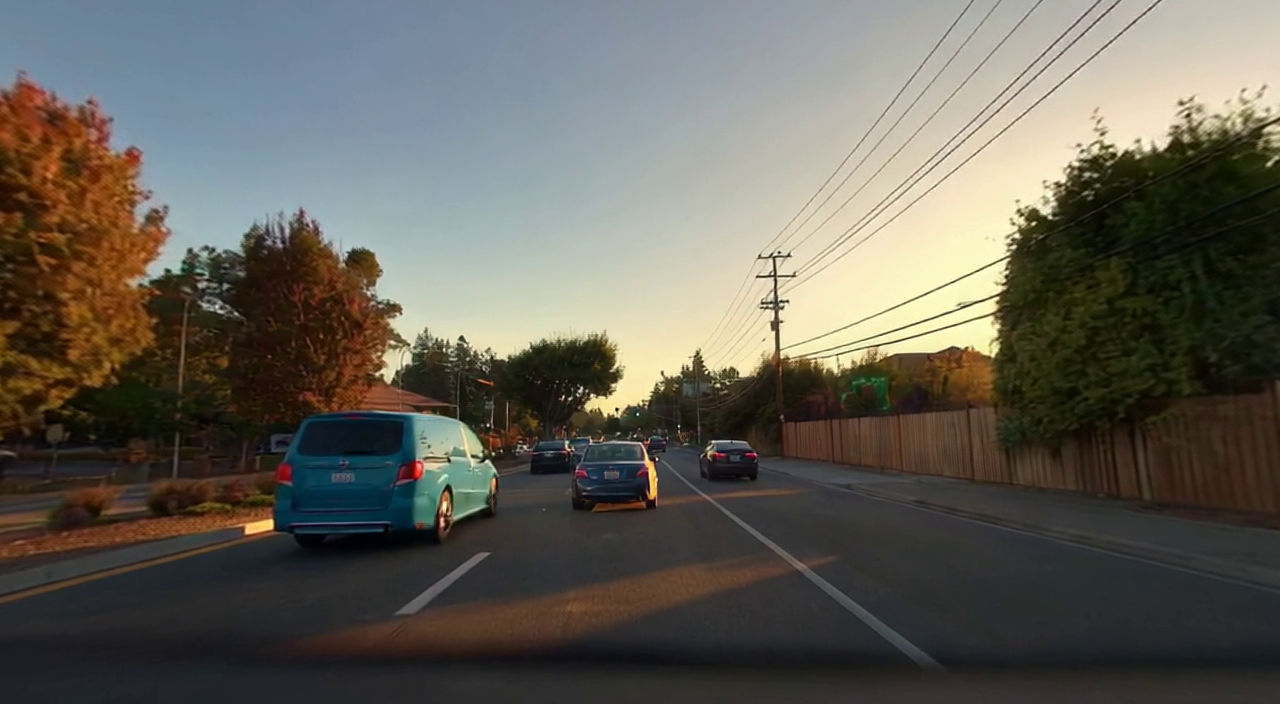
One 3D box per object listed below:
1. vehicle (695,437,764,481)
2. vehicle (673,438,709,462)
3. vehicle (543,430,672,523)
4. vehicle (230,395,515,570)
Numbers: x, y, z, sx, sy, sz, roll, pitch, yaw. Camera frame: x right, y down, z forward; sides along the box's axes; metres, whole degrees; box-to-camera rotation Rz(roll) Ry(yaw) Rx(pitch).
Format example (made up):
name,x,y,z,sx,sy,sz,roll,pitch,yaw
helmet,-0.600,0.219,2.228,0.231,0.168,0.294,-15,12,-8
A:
name,x,y,z,sx,sy,sz,roll,pitch,yaw
vehicle,3.267,3.986,23.904,1.878,1.479,4.461,0,-8,-1
vehicle,3.173,6.194,40.103,1.841,1.456,4.237,0,-8,-2
vehicle,-0.551,2.318,12.274,2.097,1.511,3.809,0,-8,-1
vehicle,-3.314,1.735,9.146,2.092,1.839,4.736,0,-8,-1
